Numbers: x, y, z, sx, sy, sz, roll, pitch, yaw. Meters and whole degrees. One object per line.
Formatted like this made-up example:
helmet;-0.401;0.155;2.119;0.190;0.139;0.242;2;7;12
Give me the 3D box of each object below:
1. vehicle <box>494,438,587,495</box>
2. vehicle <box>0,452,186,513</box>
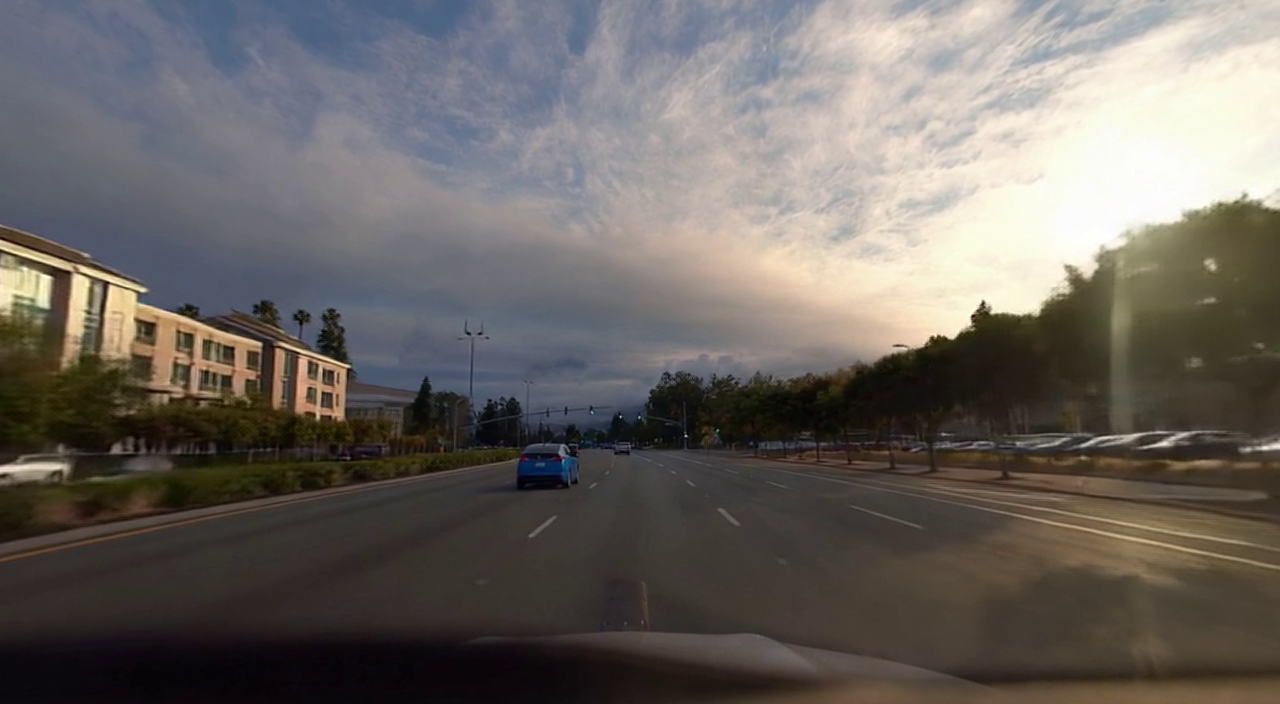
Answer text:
vehicle;-2.881;3.438;19.313;2.009;1.489;4.543;-1;-8;1
vehicle;-16.370;3.863;19.184;1.890;1.479;4.484;-2;-8;-2
